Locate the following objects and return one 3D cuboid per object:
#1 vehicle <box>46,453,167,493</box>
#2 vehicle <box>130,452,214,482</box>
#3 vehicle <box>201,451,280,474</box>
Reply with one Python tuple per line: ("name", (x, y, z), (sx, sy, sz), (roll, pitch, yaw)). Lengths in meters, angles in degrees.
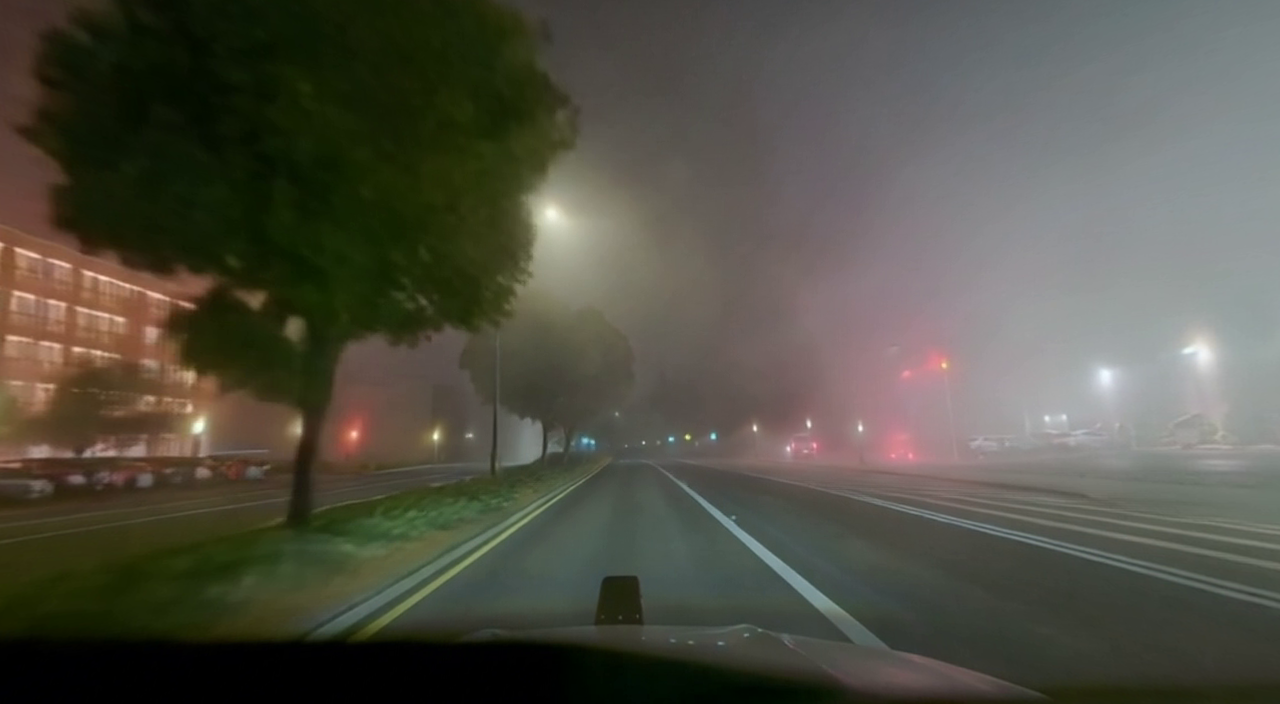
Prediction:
("vehicle", (-25.474, 5.758, 30.430), (1.979, 1.652, 4.678), (0, -9, -5))
("vehicle", (-28.822, 7.082, 39.084), (1.989, 1.692, 4.362), (0, -9, -3))
("vehicle", (-30.374, 8.427, 48.106), (4.679, 1.661, 1.923), (0, -8, 0))
